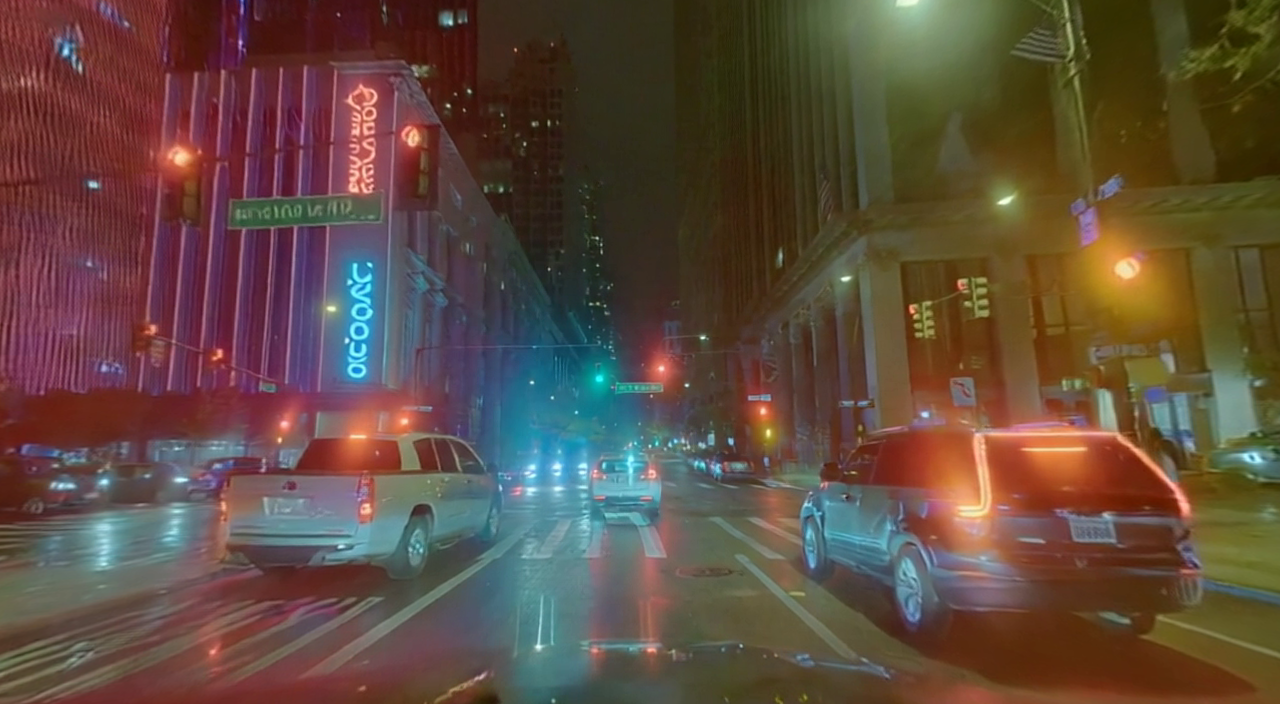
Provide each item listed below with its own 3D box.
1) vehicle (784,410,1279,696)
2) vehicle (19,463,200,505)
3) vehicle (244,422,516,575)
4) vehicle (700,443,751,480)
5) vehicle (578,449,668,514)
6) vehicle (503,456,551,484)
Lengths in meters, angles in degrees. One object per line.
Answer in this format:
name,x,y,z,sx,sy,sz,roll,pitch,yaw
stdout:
vehicle,3.042,1.581,6.322,2.072,1.735,4.759,0,-8,0
vehicle,-20.331,5.072,24.393,5.153,1.449,1.966,0,-8,0
vehicle,-3.678,2.171,10.376,2.190,1.840,5.272,0,-8,0
vehicle,5.670,7.351,42.689,2.420,2.300,5.313,0,-8,-2
vehicle,-0.390,3.335,16.829,2.092,1.454,4.132,0,-8,0
vehicle,-6.669,7.015,37.875,2.052,1.471,4.225,0,-8,1
